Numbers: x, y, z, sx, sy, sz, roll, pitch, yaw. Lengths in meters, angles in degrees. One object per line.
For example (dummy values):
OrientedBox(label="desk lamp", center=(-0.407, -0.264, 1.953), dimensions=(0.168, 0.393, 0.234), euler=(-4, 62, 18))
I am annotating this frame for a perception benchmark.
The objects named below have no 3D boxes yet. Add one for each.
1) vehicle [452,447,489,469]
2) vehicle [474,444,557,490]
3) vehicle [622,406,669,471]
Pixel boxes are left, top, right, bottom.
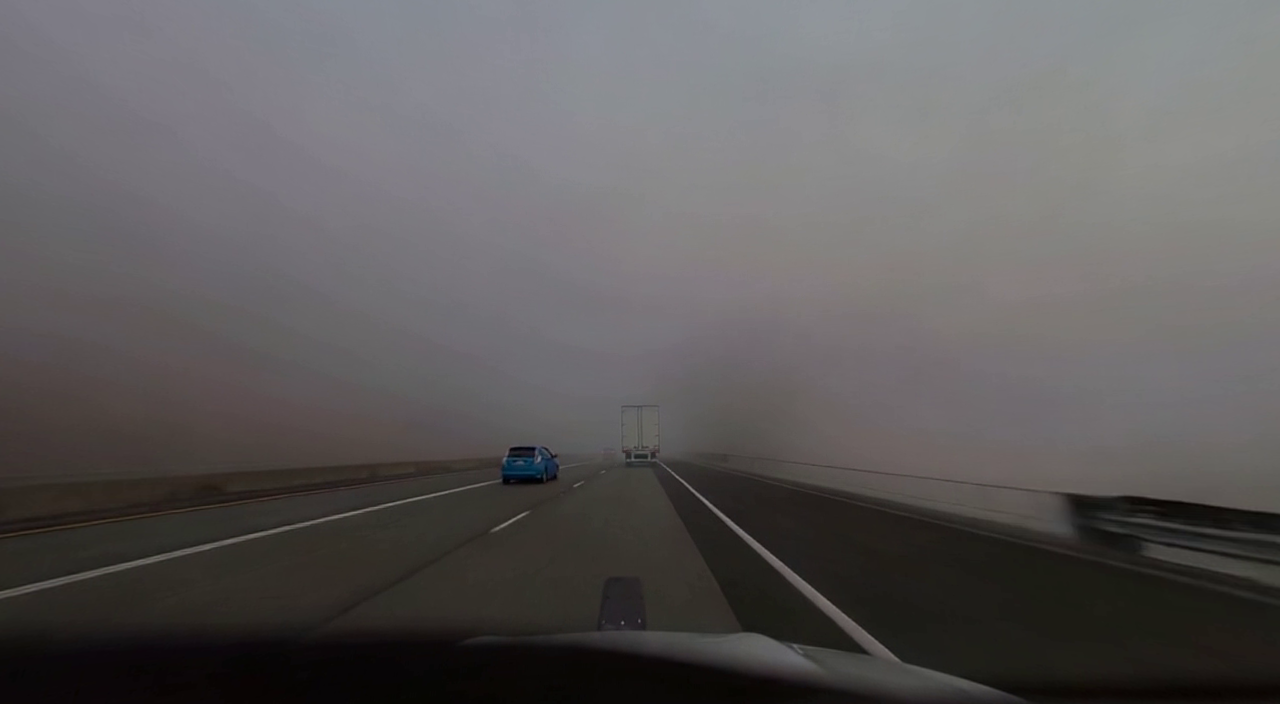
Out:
OrientedBox(label="vehicle", center=(-13.321, 8.344, 49.809), dimensions=(1.828, 1.576, 4.143), euler=(0, -9, -1))
OrientedBox(label="vehicle", center=(-4.455, 4.188, 23.373), dimensions=(2.051, 1.538, 4.569), euler=(0, -9, 1))
OrientedBox(label="vehicle", center=(0.387, 6.092, 44.001), dimensions=(2.899, 3.966, 10.053), euler=(0, -9, 1))
